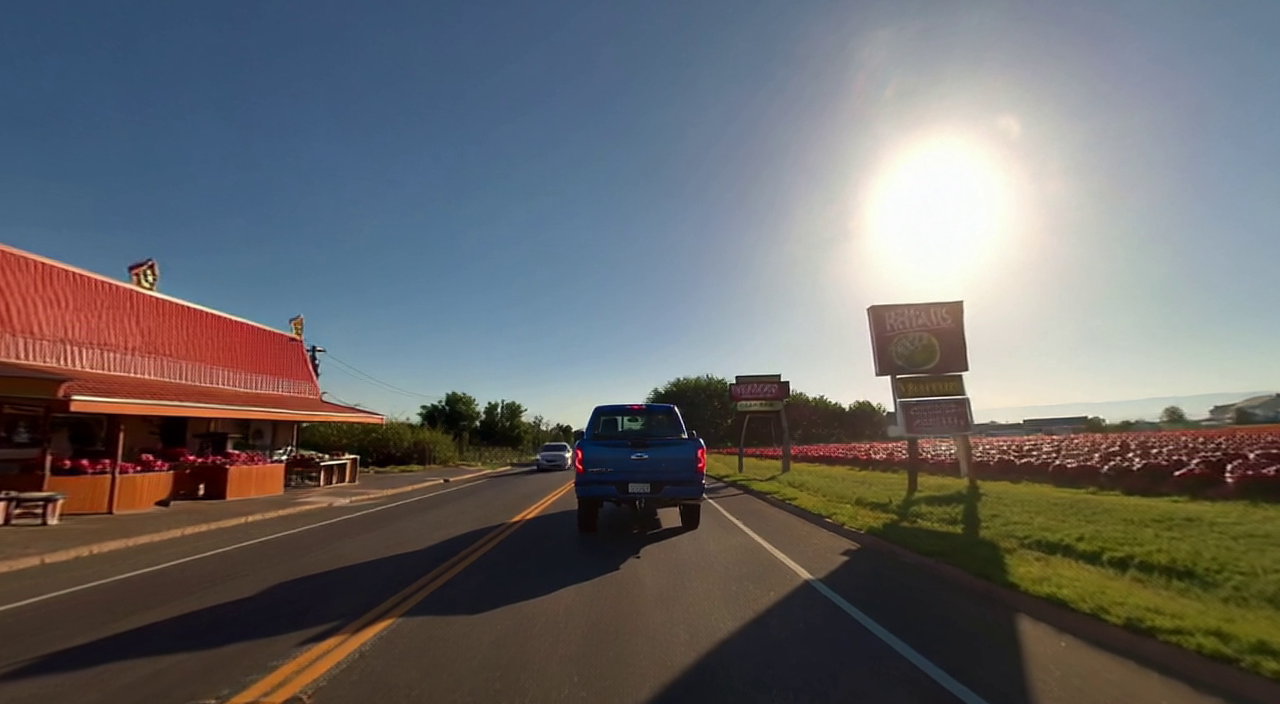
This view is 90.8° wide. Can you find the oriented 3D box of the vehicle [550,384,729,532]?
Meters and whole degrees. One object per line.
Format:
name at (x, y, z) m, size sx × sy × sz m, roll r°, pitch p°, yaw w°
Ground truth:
vehicle at (-0.094, 2.024, 12.550) m, size 2.693 × 2.223 × 5.885 m, roll 0°, pitch -8°, yaw -2°
